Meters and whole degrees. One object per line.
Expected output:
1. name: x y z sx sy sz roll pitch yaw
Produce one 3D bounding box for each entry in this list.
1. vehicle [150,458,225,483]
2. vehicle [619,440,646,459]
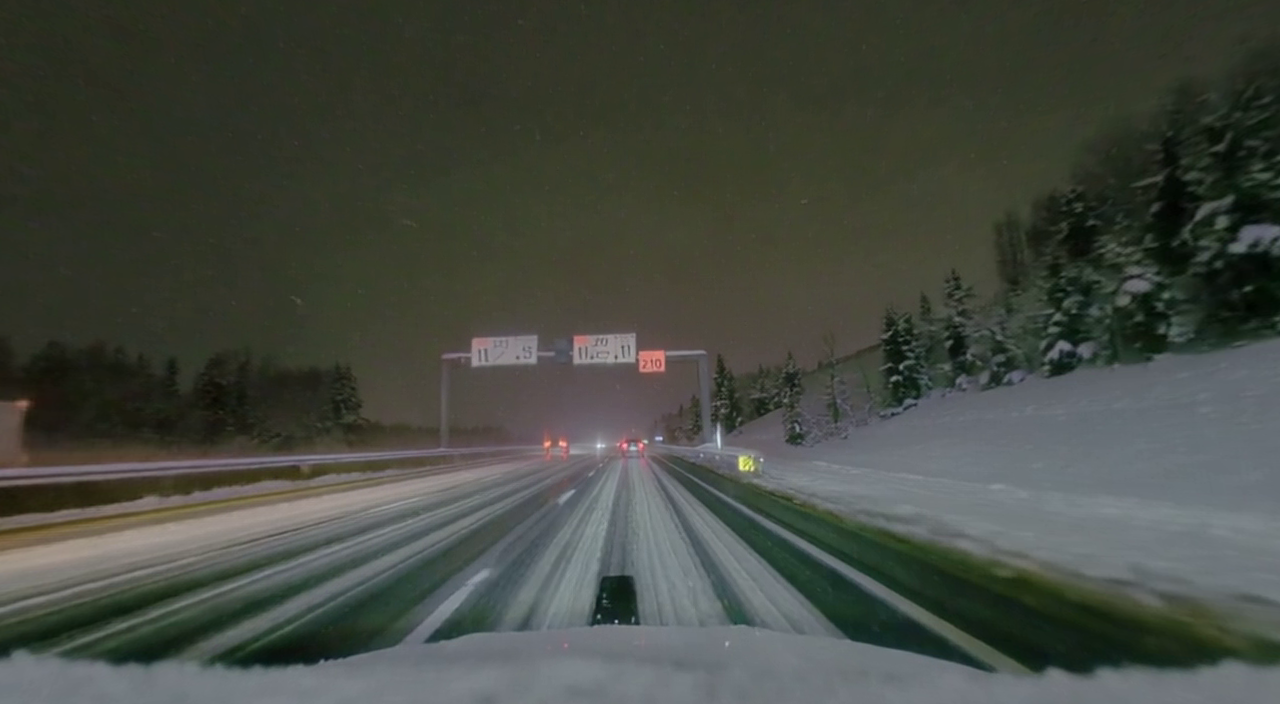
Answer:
1. vehicle: -29.482 7.719 41.202 1.863 1.449 4.350 0 -8 -3
2. vehicle: -0.635 7.633 49.463 2.072 1.440 3.690 0 -8 -2
